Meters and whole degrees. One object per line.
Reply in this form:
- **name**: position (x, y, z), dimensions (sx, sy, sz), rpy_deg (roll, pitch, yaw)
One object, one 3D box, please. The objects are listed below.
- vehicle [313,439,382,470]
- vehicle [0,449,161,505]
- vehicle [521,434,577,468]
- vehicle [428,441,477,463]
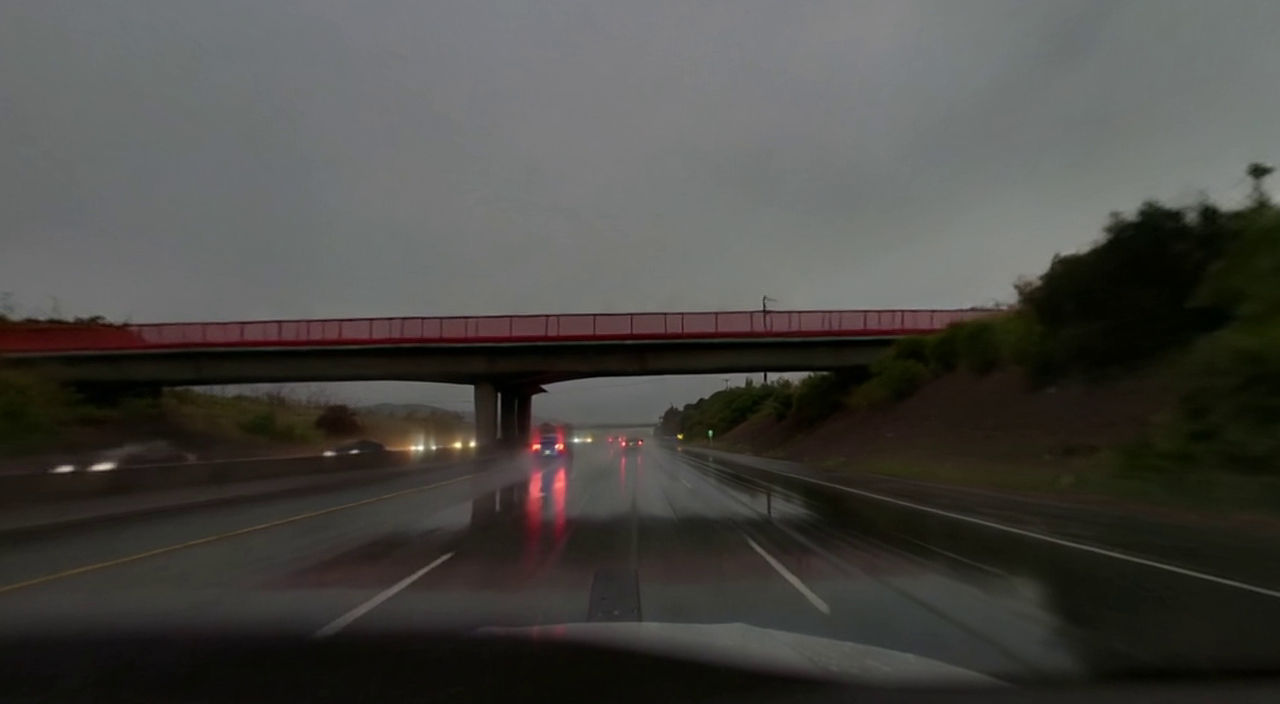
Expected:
- **vehicle**: position (-16.209, 5.664, 35.137), dimensions (1.871, 1.548, 4.080), rpy_deg (0, -8, 0)
- **vehicle**: position (-16.466, 3.526, 18.243), dimensions (1.750, 1.335, 4.396), rpy_deg (0, -8, 0)
- **vehicle**: position (-4.388, 4.844, 30.995), dimensions (2.074, 1.535, 4.437), rpy_deg (0, -8, 0)
- **vehicle**: position (-13.027, 6.948, 44.098), dimensions (1.970, 1.473, 4.699), rpy_deg (0, -8, 0)
